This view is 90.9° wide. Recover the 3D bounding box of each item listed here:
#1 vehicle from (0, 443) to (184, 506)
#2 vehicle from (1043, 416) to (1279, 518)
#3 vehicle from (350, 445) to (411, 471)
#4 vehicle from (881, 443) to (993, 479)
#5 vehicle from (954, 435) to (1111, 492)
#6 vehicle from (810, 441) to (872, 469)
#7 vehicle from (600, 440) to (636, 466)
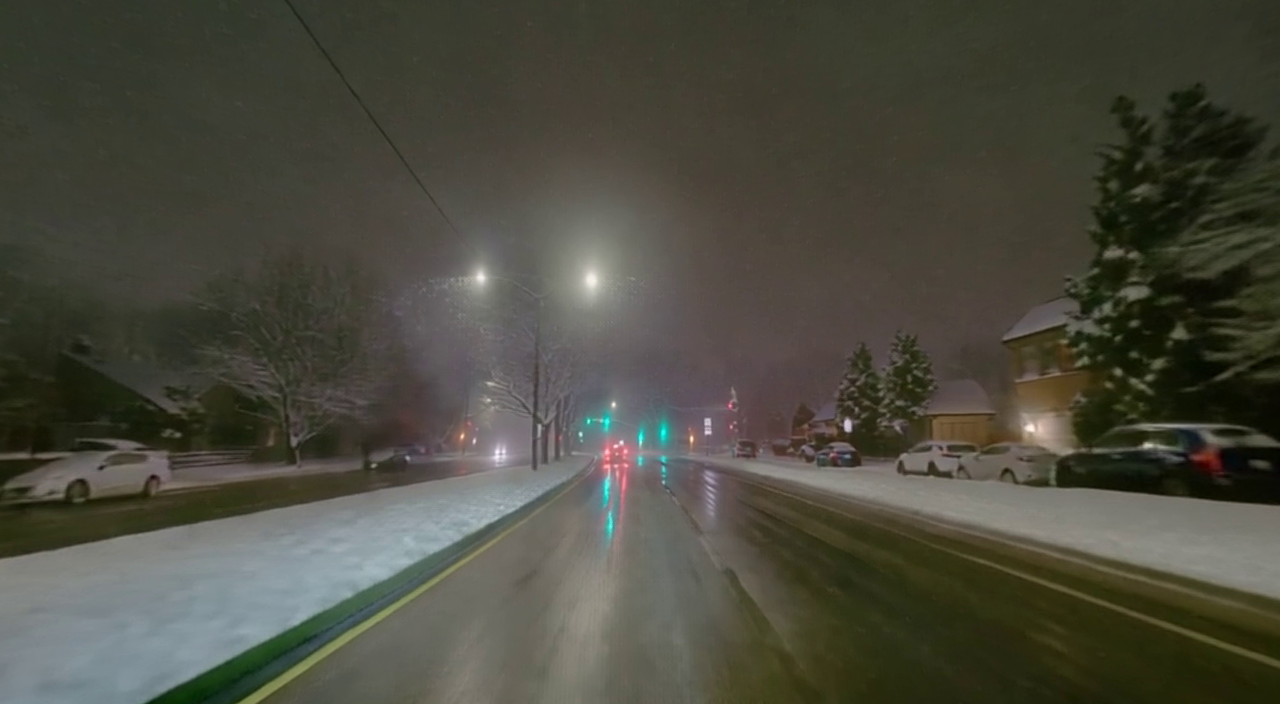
[{"bbox_3d":[-15.214,3.352,17.644,1.884,1.540,3.927,0,-9,1],"label":"vehicle"},{"bbox_3d":[11.484,2.389,13.582,2.147,1.767,5.125,0,-9,0],"label":"vehicle"},{"bbox_3d":[-15.872,6.501,38.838,2.070,1.469,4.524,0,-9,-3],"label":"vehicle"},{"bbox_3d":[11.402,4.218,24.653,2.015,1.231,4.748,0,-9,-1],"label":"vehicle"},{"bbox_3d":[11.733,3.351,19.288,1.791,1.503,4.560,0,-9,-1],"label":"vehicle"},{"bbox_3d":[11.222,5.749,35.444,1.839,1.445,4.484,0,-9,-2],"label":"vehicle"},{"bbox_3d":[-1.409,6.292,39.404,2.113,1.462,4.203,0,-9,-3],"label":"vehicle"}]
